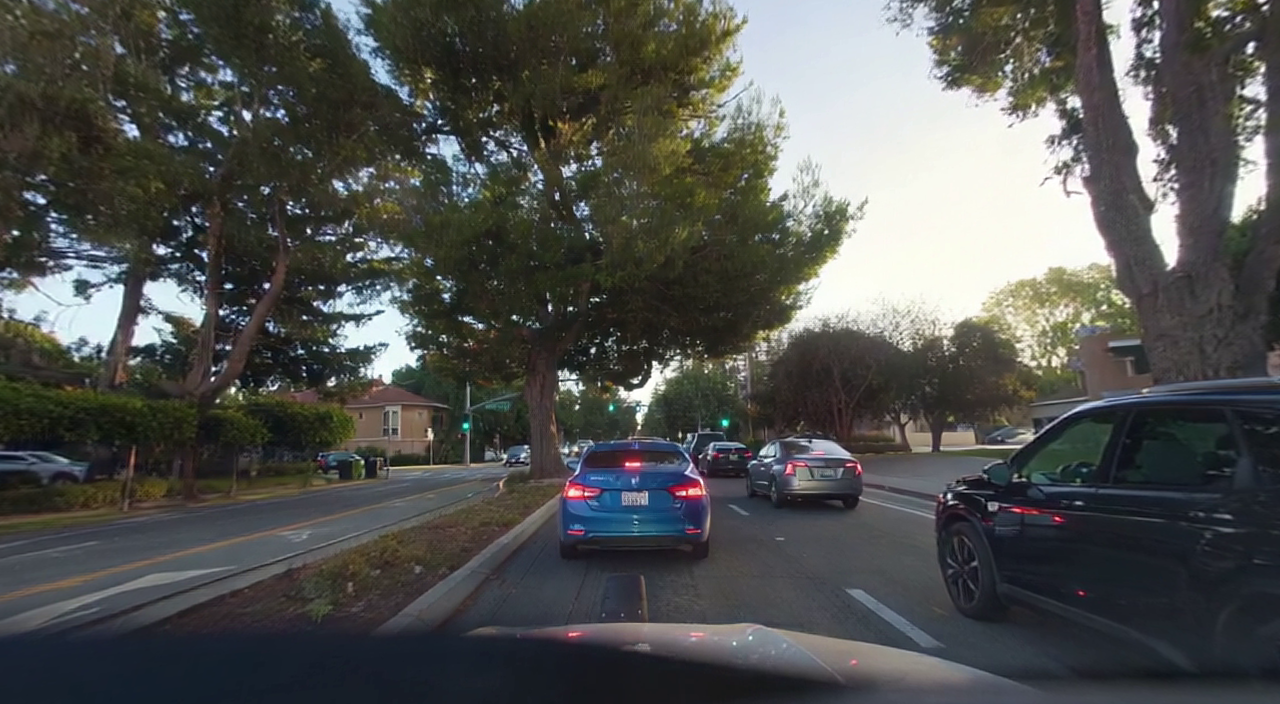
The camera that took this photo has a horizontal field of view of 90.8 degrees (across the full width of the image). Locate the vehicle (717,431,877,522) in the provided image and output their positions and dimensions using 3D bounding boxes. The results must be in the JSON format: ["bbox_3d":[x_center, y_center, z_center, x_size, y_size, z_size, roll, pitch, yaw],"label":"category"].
[{"bbox_3d":[2.940,2.453,13.033,1.971,1.517,4.521,0,-8,-2],"label":"vehicle"}]

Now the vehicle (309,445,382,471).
[{"bbox_3d":[-19.890,7.154,42.780,3.957,1.630,1.881,0,-8,0],"label":"vehicle"}]

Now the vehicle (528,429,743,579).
[{"bbox_3d":[-0.099,1.855,8.575,2.186,1.500,4.141,0,-8,-1],"label":"vehicle"}]

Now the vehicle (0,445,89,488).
[{"bbox_3d":[-22.580,4.083,22.625,4.092,1.438,1.639,-1,-8,1],"label":"vehicle"}]

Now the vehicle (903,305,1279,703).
[{"bbox_3d":[3.359,0.867,3.356,2.006,1.766,4.345,0,-8,0],"label":"vehicle"}]
